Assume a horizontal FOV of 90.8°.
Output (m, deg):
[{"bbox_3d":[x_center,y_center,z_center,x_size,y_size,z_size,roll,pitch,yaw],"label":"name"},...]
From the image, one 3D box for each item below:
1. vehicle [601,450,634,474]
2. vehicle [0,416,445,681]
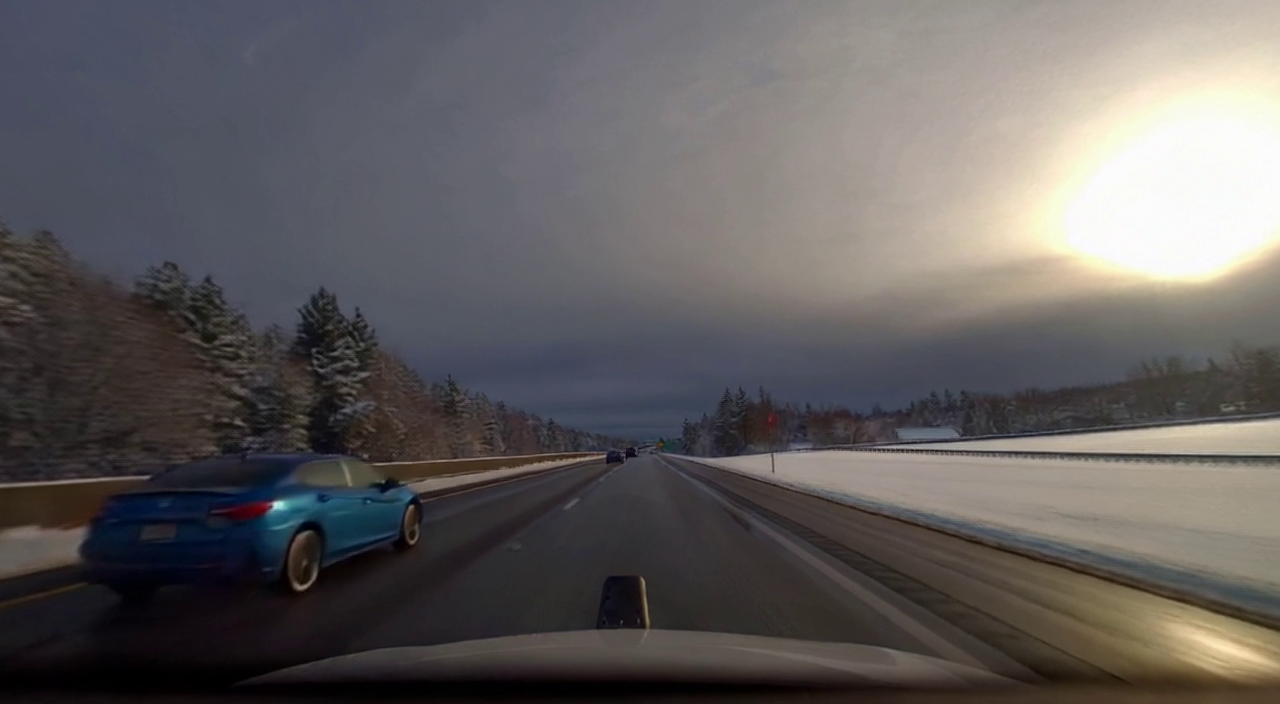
[{"bbox_3d":[-1.409,7.259,41.895,1.917,1.450,3.997,0,-9,2],"label":"vehicle"},{"bbox_3d":[-3.543,1.501,5.909,2.088,1.586,4.000,0,-9,1],"label":"vehicle"}]
